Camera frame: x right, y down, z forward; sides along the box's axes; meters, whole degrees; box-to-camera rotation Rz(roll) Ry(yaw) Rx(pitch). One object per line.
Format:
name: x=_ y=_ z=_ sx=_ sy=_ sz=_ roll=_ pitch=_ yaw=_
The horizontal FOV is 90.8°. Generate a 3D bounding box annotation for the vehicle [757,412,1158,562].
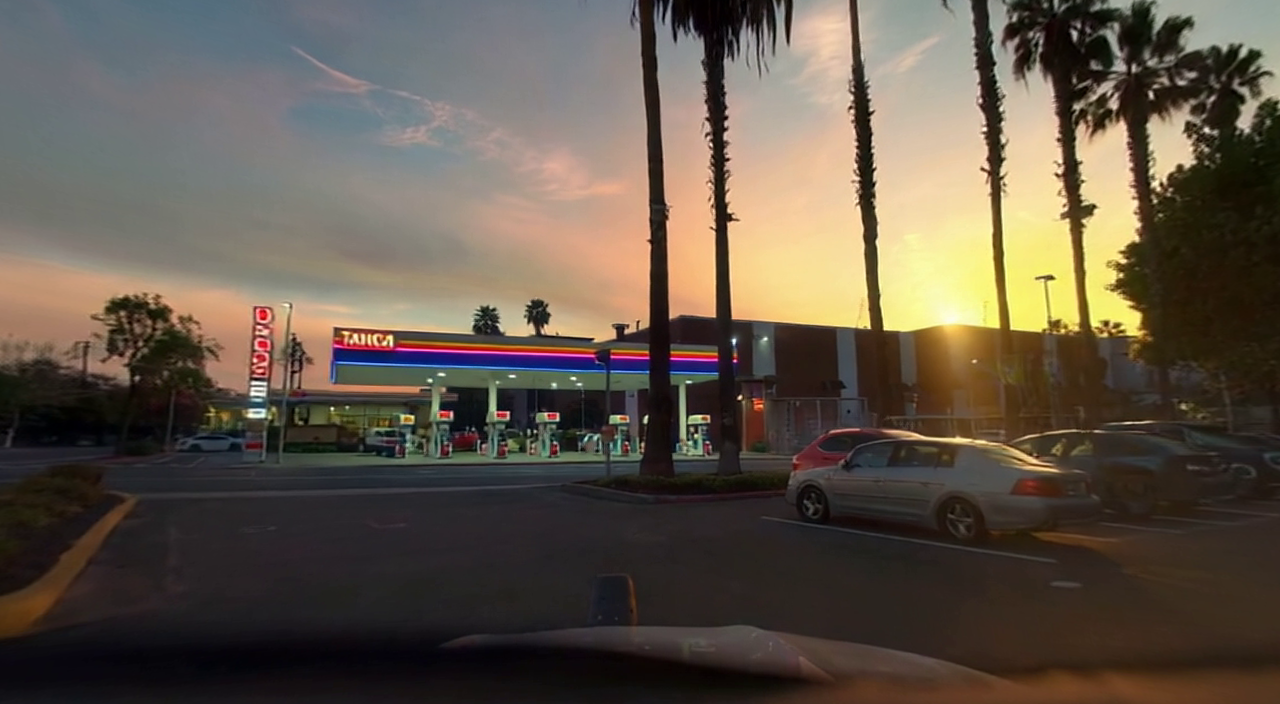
vehicle: x=3.959 y=1.720 z=8.816 sx=1.937 sy=1.490 sz=4.564 roll=5 pitch=-10 yaw=-33
